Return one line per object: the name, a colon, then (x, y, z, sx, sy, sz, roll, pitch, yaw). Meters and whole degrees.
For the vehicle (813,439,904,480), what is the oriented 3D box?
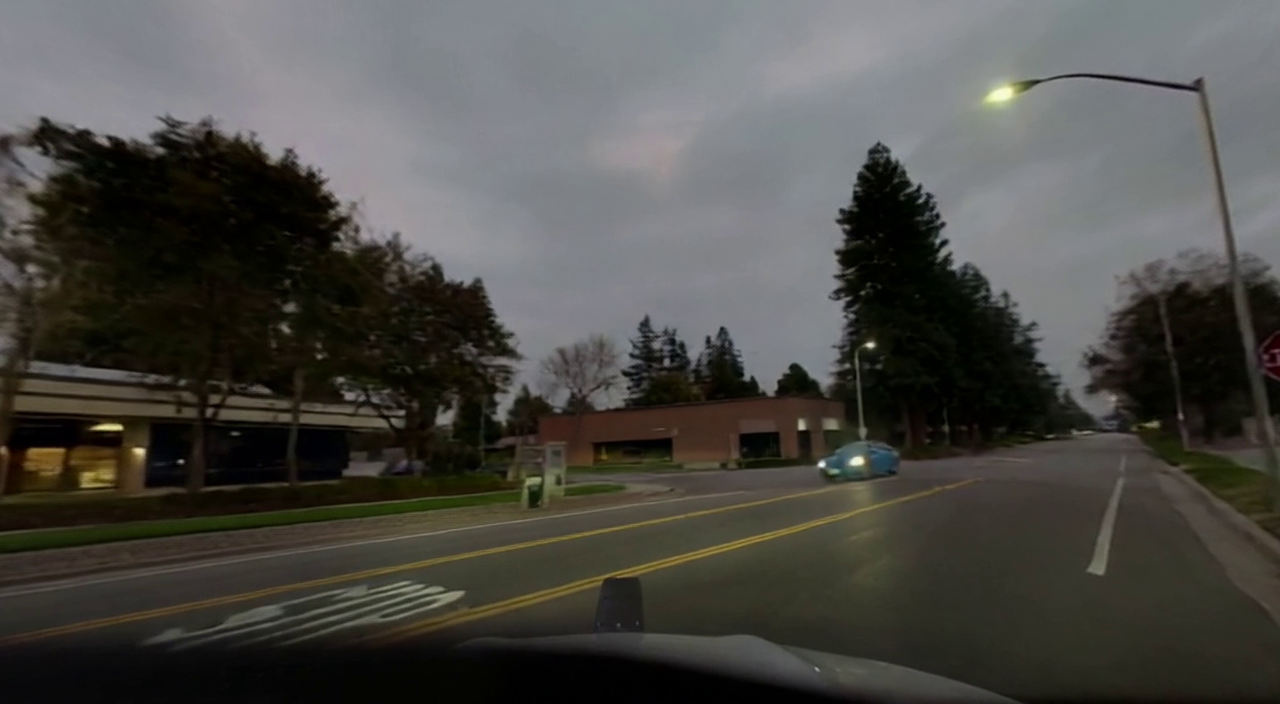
vehicle: (8.744, 4.205, 25.083, 1.926, 1.465, 4.433, -8, -11, 38)

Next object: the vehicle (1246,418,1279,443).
vehicle: (46.362, 5.798, 46.534, 2.039, 1.707, 4.518, -8, -11, 40)
